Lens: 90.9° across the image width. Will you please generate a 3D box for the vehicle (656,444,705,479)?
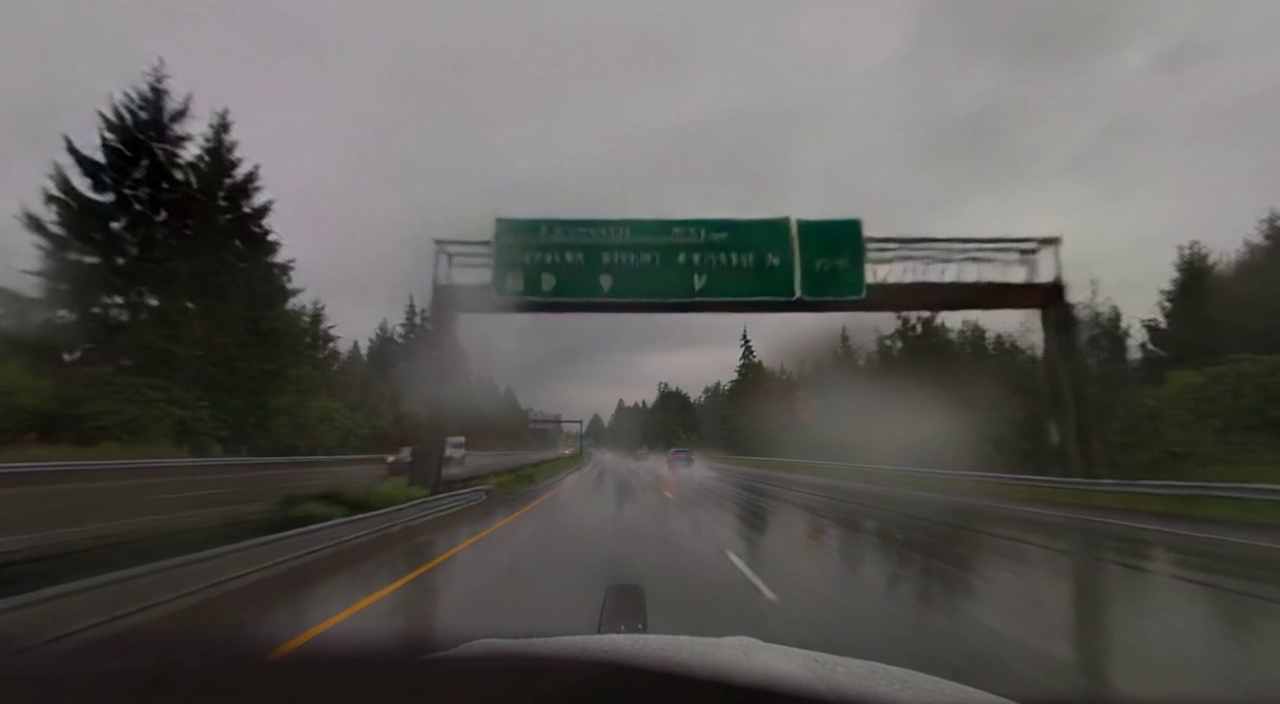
[{"bbox_3d":[1.890,5.282,30.694,2.011,1.590,3.607,0,-9,-2],"label":"vehicle"}]
